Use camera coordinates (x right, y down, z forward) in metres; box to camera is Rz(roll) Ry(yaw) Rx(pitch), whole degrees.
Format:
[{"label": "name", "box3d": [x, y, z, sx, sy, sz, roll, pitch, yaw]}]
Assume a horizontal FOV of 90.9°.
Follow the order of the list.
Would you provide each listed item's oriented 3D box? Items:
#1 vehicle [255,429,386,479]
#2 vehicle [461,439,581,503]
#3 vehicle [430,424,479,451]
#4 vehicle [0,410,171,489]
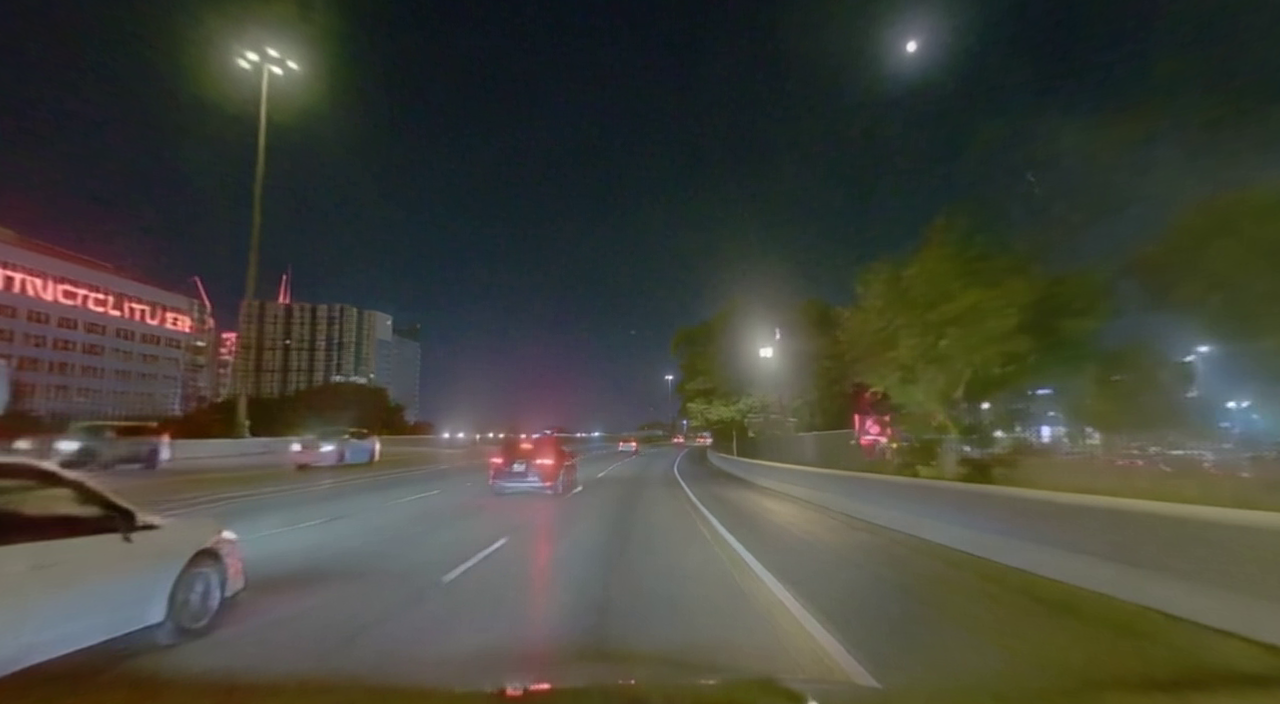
[{"label": "vehicle", "box3d": [-10.342, 3.348, 20.857, 1.893, 1.443, 4.334, -1, -9, 3]}, {"label": "vehicle", "box3d": [-2.990, 3.119, 16.972, 2.035, 1.460, 4.497, -1, -9, 4]}, {"label": "vehicle", "box3d": [-13.404, 6.248, 45.810, 2.040, 1.803, 4.496, -1, -9, 3]}, {"label": "vehicle", "box3d": [-14.621, 2.459, 16.002, 1.924, 1.699, 4.506, -1, -9, 0]}]
